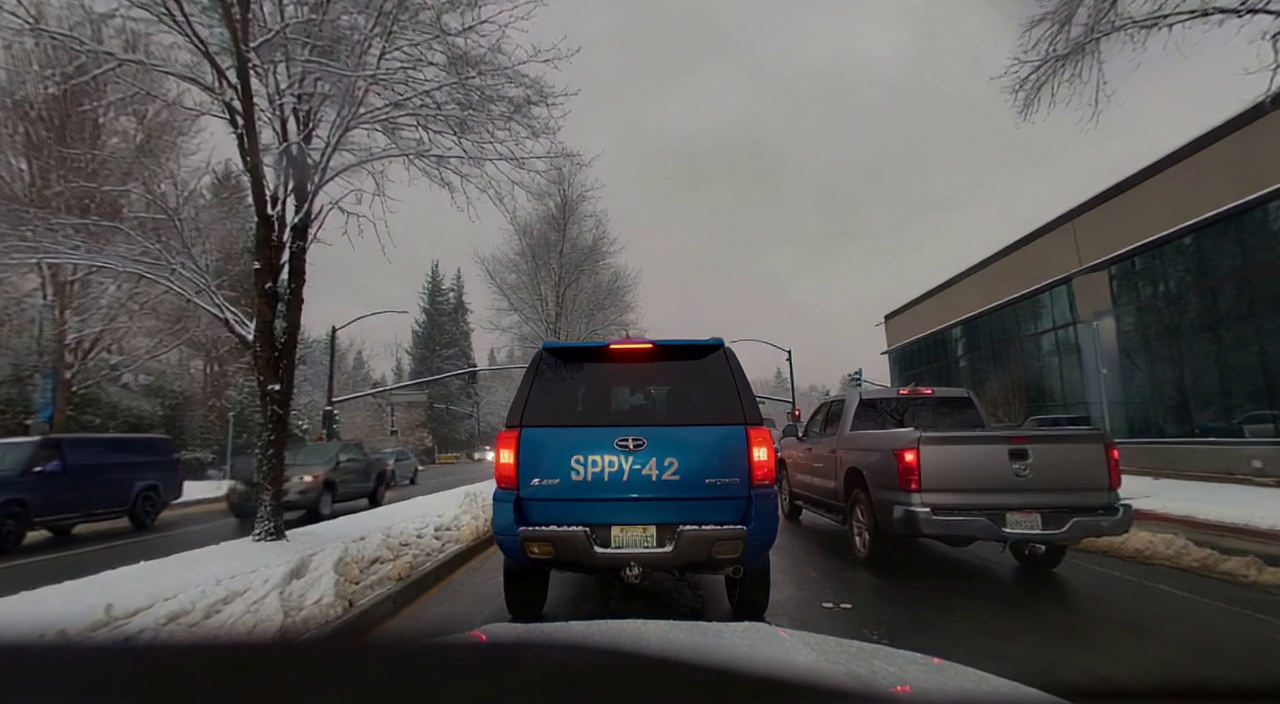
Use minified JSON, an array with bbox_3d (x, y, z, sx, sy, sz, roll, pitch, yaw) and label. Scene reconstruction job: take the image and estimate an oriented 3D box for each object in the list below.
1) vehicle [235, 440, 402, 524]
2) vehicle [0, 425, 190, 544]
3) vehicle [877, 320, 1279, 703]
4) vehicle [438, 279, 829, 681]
[{"bbox_3d":[-9.052,3.650,18.406,2.126,2.027,5.018,-2,-9,1],"label":"vehicle"},{"bbox_3d":[-16.120,3.541,17.400,2.741,2.730,6.221,-3,-8,0],"label":"vehicle"},{"bbox_3d":[3.083,0.988,3.468,2.022,1.700,4.410,0,-8,3],"label":"vehicle"},{"bbox_3d":[0.017,1.037,5.981,2.267,2.372,4.366,0,-8,2],"label":"vehicle"}]
